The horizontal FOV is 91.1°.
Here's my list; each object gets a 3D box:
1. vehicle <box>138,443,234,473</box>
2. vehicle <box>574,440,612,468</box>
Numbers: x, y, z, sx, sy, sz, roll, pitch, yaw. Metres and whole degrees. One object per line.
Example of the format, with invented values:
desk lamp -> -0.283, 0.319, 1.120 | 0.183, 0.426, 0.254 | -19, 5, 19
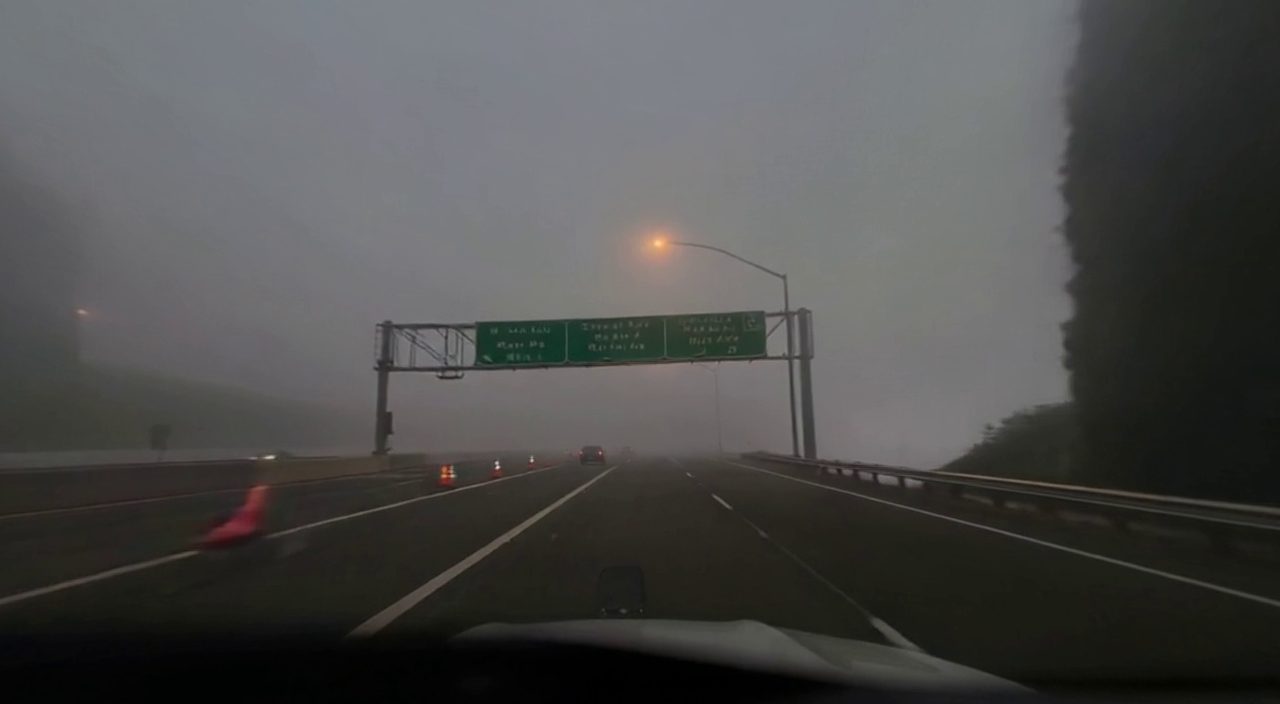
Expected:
vehicle -> -26.654, 6.228, 37.073 | 1.980, 1.627, 4.751 | 0, -9, 2
vehicle -> -2.937, 6.497, 40.129 | 2.078, 1.629, 4.059 | 0, -9, 1
